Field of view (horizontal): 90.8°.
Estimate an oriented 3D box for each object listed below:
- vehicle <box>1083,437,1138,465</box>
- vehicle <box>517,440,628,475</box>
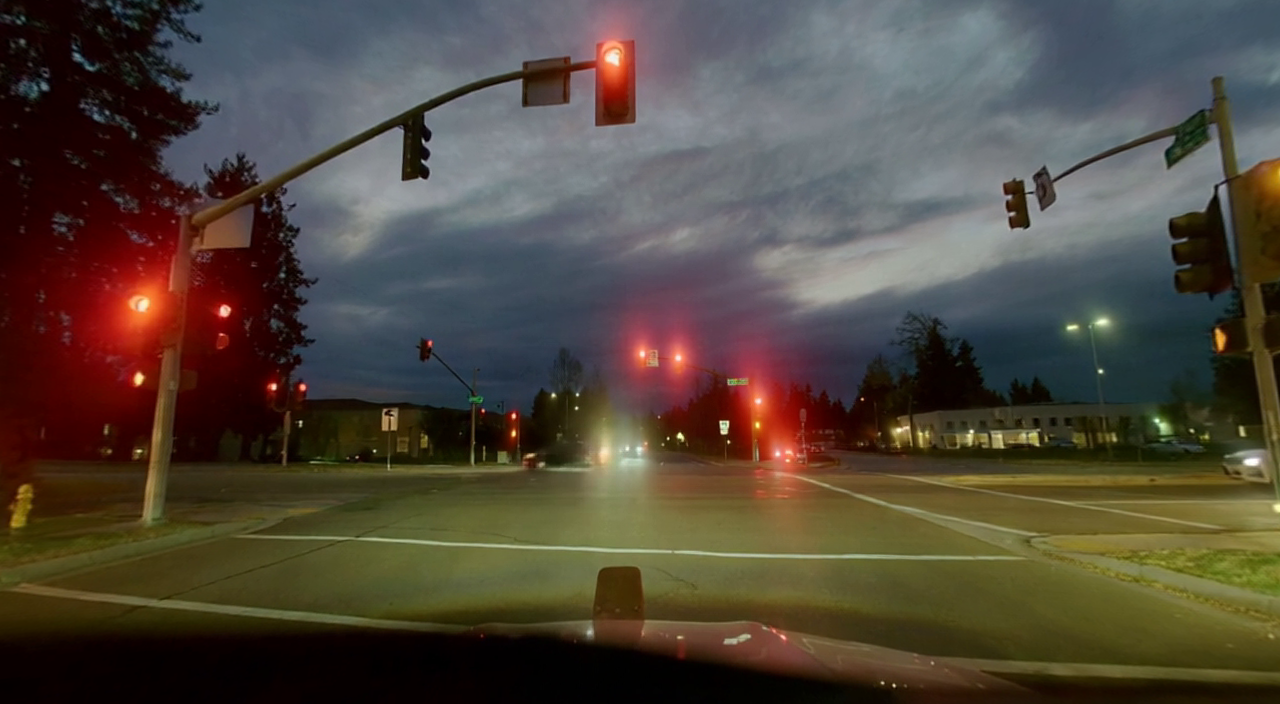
[{"bbox_3d":[26.955,5.654,36.150,2.092,1.474,4.046,-8,-11,40],"label":"vehicle"},{"bbox_3d":[-3.029,4.763,28.710,4.588,1.484,2.000,-3,-9,14],"label":"vehicle"}]
